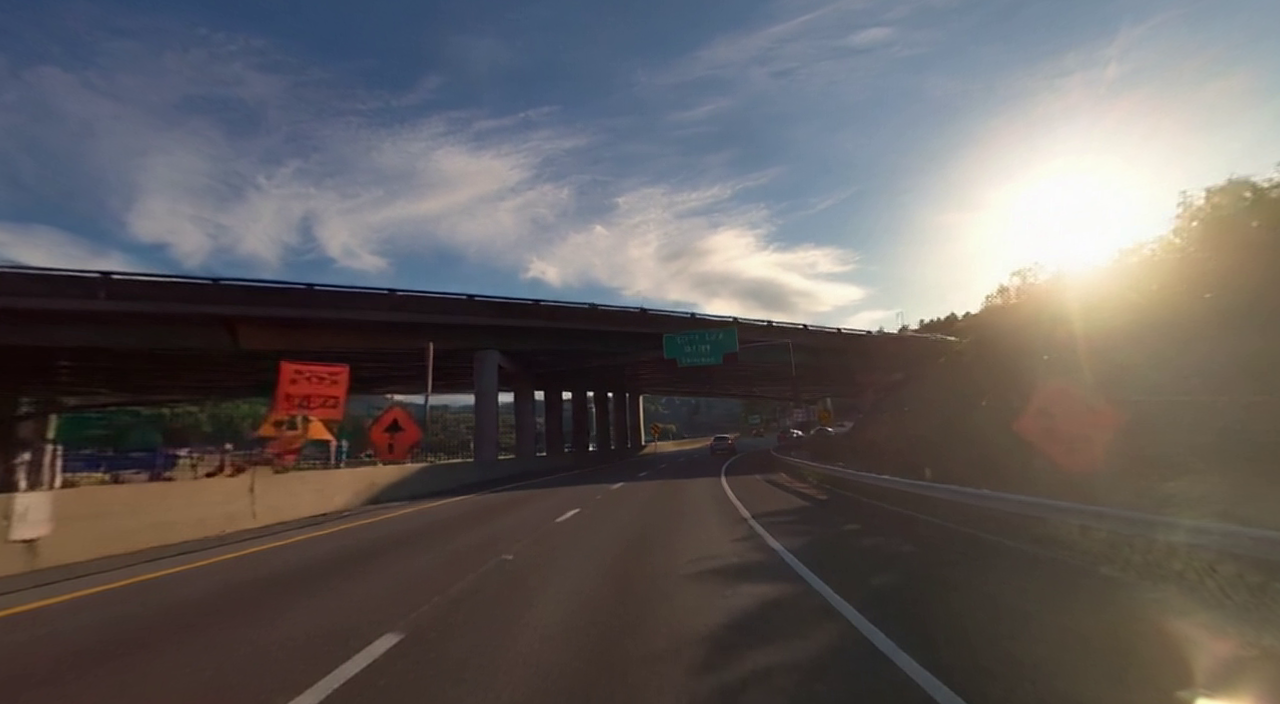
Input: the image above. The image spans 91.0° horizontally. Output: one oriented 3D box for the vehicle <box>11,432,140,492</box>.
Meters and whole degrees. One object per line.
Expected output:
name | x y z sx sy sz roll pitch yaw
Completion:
vehicle | -31.744 6.187 35.745 3.208 3.081 4.948 2 -9 -13
